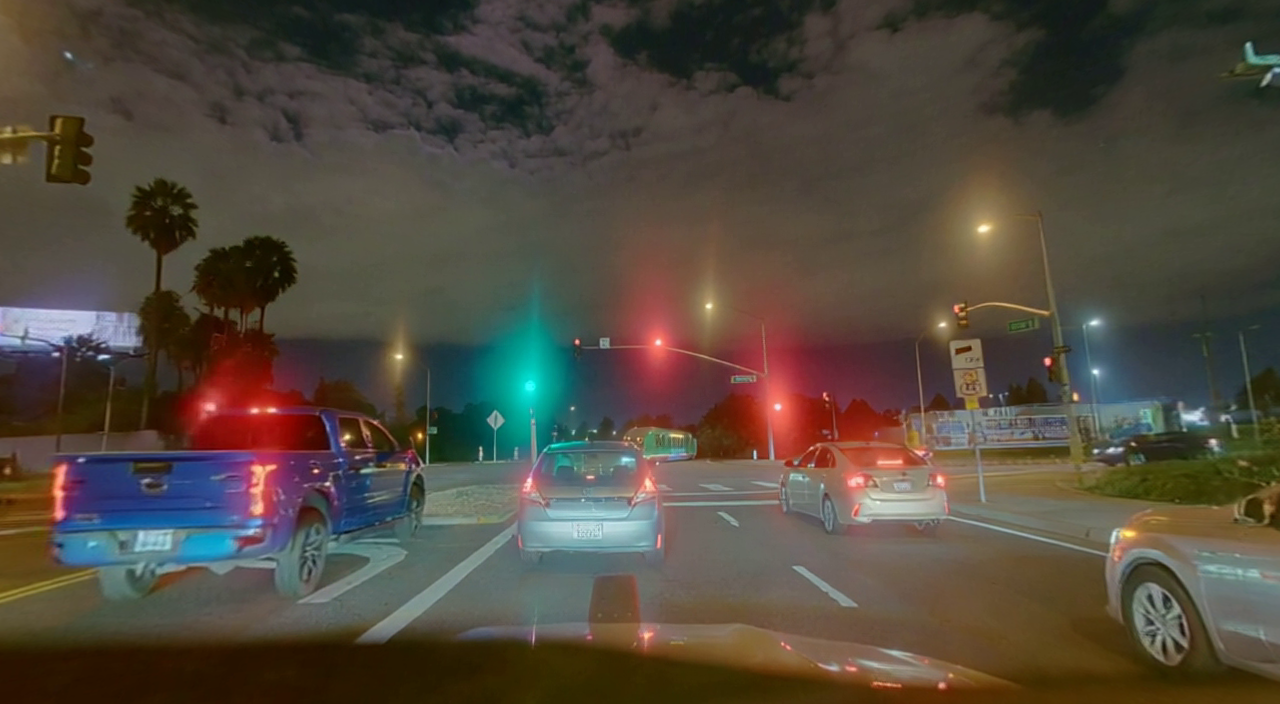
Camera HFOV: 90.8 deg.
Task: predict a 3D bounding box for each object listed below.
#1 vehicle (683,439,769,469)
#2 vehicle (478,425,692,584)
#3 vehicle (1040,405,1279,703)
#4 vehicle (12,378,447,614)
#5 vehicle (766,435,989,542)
[{"bbox_3d":[4.245,5.132,31.940,1.878,1.428,4.416,5,-10,-32],"label":"vehicle"},{"bbox_3d":[-0.620,1.766,8.159,2.035,1.491,4.090,0,-9,-3],"label":"vehicle"},{"bbox_3d":[3.891,0.890,2.161,2.052,1.496,4.541,0,-9,0],"label":"vehicle"},{"bbox_3d":[-4.080,1.543,7.815,2.078,1.838,5.448,1,-9,-5],"label":"vehicle"},{"bbox_3d":[3.724,2.215,10.969,1.965,1.448,4.486,0,-9,-2],"label":"vehicle"}]
